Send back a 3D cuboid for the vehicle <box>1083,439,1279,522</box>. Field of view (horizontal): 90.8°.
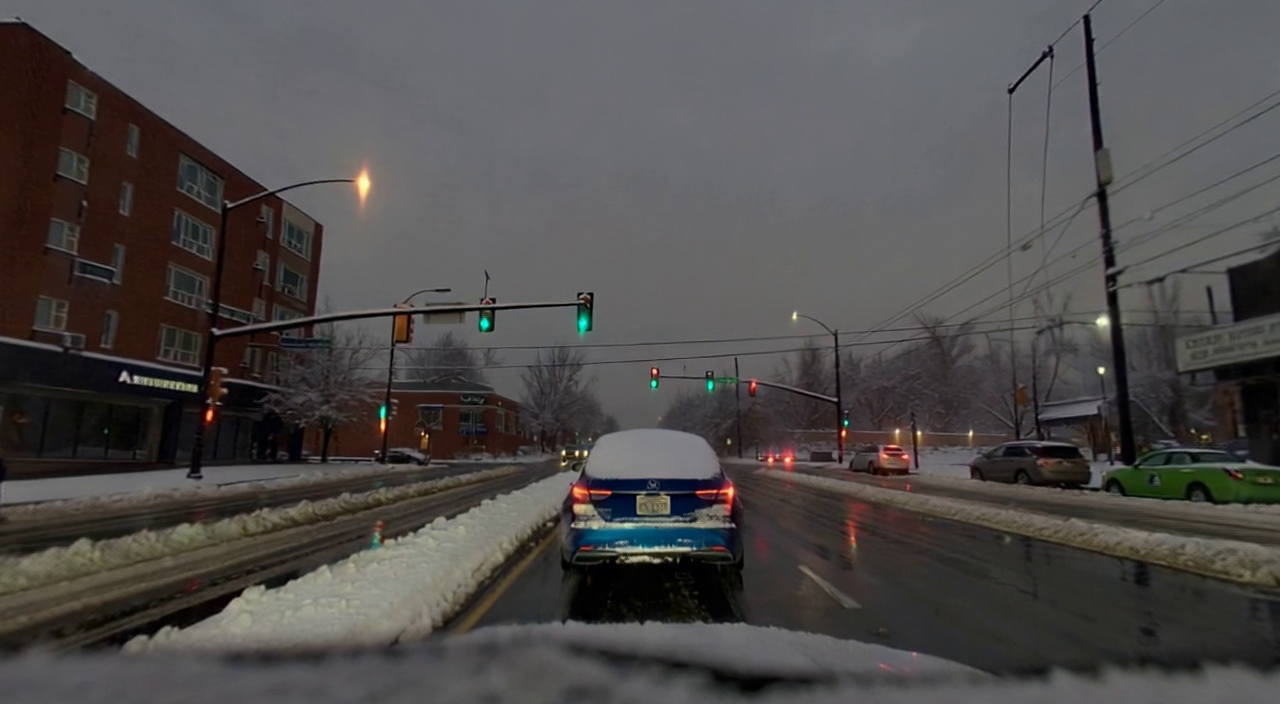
[{"bbox_3d":[14.174,3.107,15.953,2.235,1.721,5.230,0,-9,1],"label":"vehicle"}]

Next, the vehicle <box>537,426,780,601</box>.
[{"bbox_3d":[0.131,1.706,7.580,2.067,1.471,4.241,0,-9,-1],"label":"vehicle"}]

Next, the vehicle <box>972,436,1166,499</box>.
[{"bbox_3d":[14.065,3.815,21.368,2.309,1.819,5.793,1,-9,-3],"label":"vehicle"}]
